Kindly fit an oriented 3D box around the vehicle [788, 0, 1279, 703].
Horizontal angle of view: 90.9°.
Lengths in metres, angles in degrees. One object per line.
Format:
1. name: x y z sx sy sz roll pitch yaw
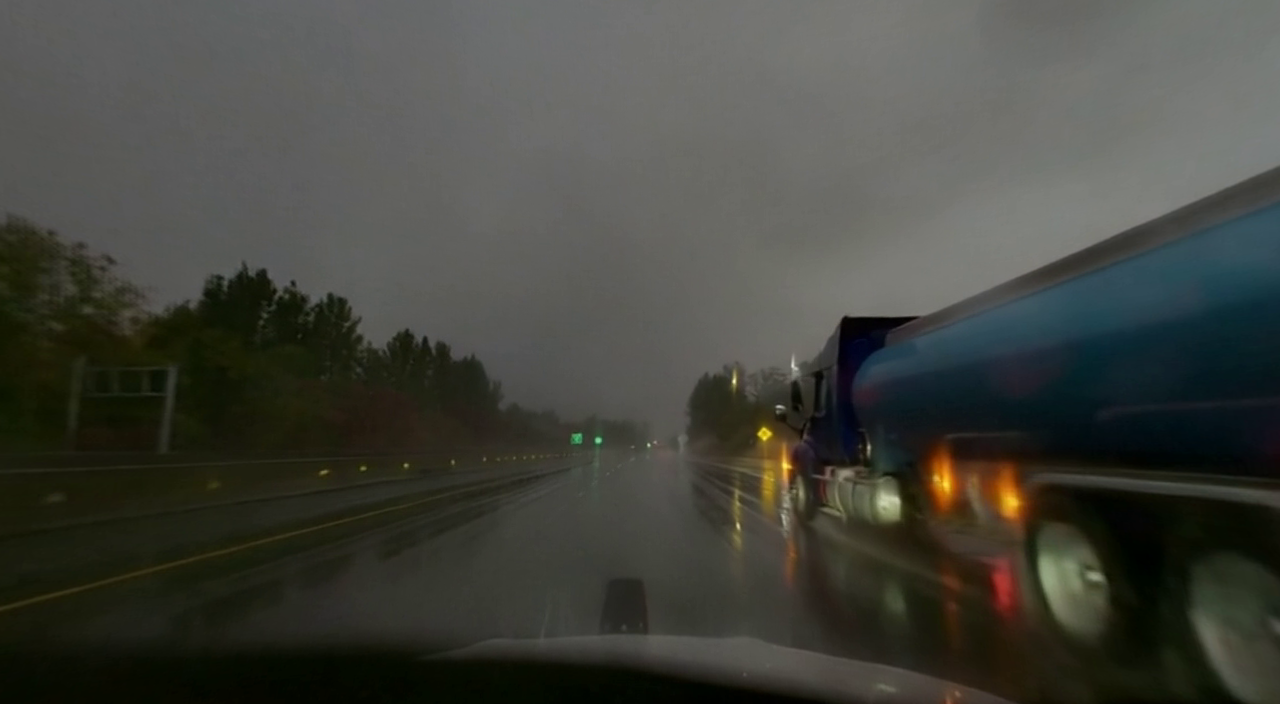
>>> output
1. vehicle: 3.945 0.363 6.037 3.034 3.651 8.256 0 -8 0
